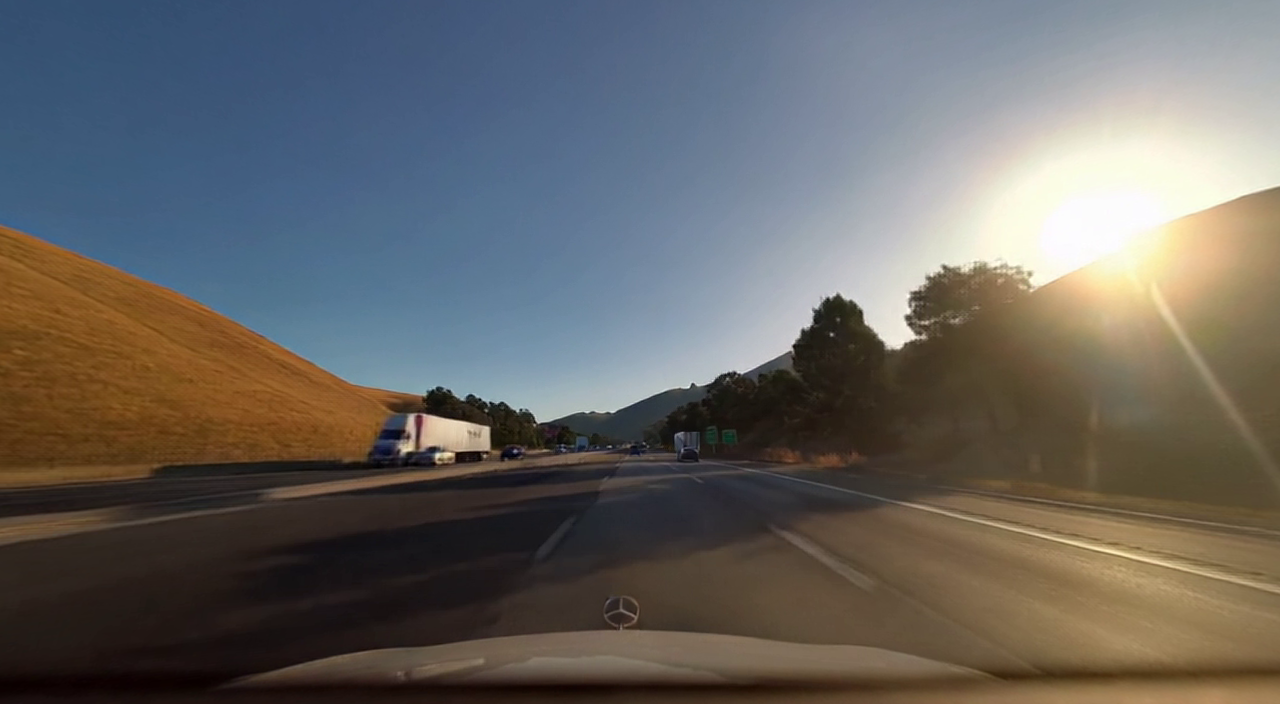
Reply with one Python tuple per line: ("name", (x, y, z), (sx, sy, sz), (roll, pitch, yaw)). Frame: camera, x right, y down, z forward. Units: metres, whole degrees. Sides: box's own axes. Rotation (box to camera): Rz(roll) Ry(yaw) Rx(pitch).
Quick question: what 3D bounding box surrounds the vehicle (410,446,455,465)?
("vehicle", (-16.305, 8.132, 49.669), (1.888, 1.462, 4.599), (-1, -8, 2))
